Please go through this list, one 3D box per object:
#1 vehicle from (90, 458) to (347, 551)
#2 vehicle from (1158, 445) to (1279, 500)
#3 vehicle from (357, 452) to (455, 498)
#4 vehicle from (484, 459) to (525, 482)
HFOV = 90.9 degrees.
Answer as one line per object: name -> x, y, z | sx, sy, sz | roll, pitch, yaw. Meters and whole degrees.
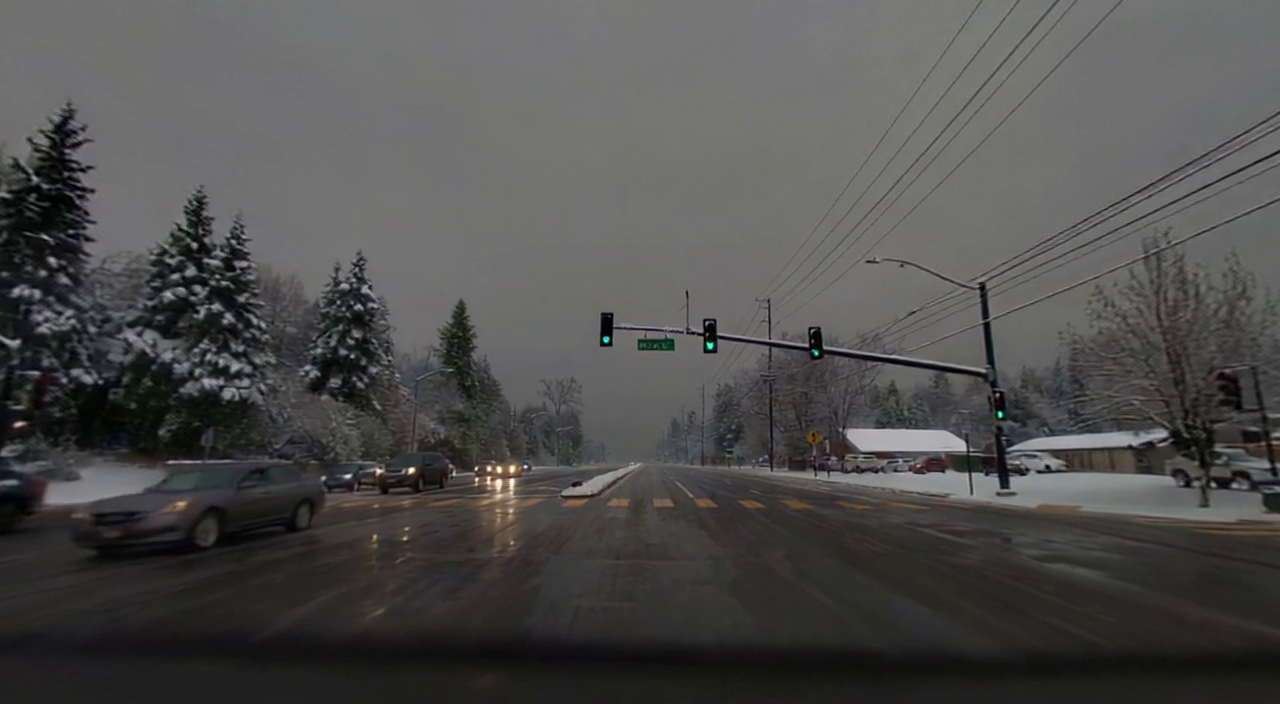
vehicle -> -7.824, 2.817, 12.360 | 1.958, 1.415, 4.312 | 0, -9, 2
vehicle -> 25.395, 4.943, 26.235 | 2.177, 2.086, 5.514 | 2, -9, -14
vehicle -> -10.470, 5.505, 28.744 | 2.249, 1.825, 5.378 | 0, -9, 2
vehicle -> -9.937, 8.717, 46.555 | 1.899, 1.464, 4.418 | 0, -9, 2
